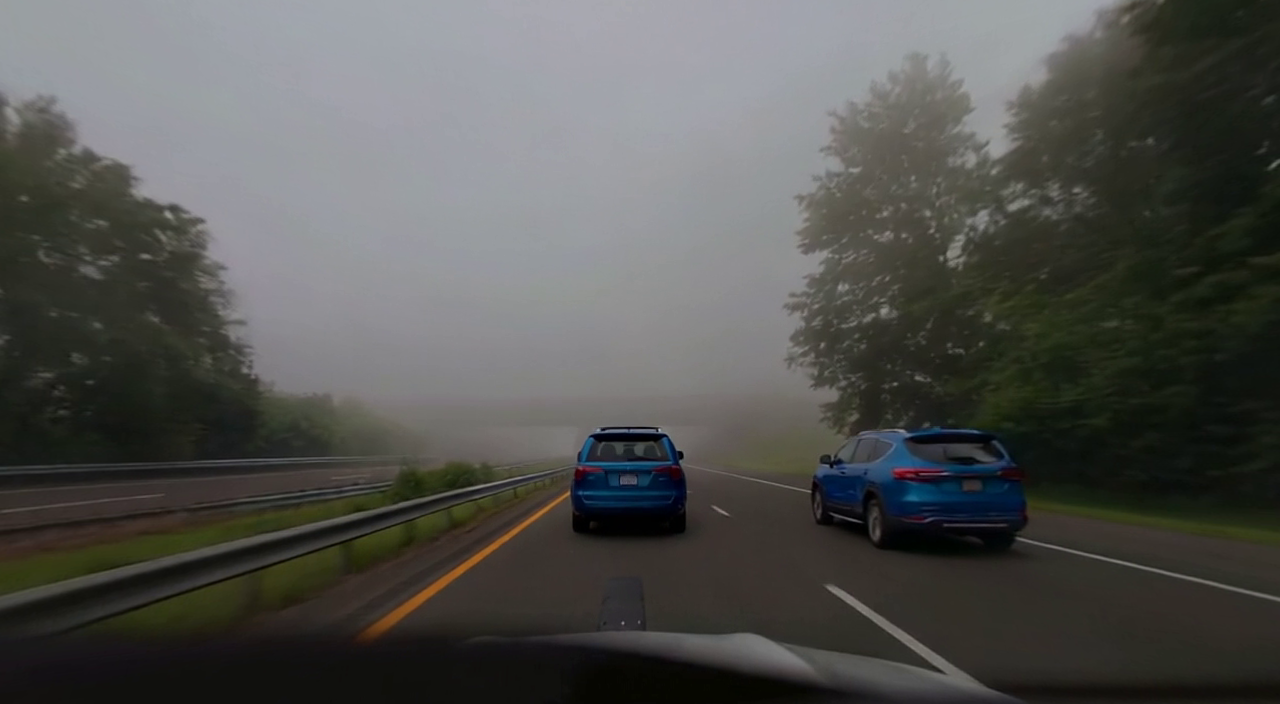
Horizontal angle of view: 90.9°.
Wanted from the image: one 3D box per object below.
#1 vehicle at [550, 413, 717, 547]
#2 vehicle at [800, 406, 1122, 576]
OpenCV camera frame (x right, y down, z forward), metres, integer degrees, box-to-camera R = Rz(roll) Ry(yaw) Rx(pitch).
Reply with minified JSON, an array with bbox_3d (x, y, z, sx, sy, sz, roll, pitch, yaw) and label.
[{"bbox_3d":[-0.106,2.070,10.742,2.288,1.823,4.059,0,-9,0],"label":"vehicle"},{"bbox_3d":[3.950,1.808,8.955,2.043,1.767,4.620,0,-9,-1],"label":"vehicle"}]
